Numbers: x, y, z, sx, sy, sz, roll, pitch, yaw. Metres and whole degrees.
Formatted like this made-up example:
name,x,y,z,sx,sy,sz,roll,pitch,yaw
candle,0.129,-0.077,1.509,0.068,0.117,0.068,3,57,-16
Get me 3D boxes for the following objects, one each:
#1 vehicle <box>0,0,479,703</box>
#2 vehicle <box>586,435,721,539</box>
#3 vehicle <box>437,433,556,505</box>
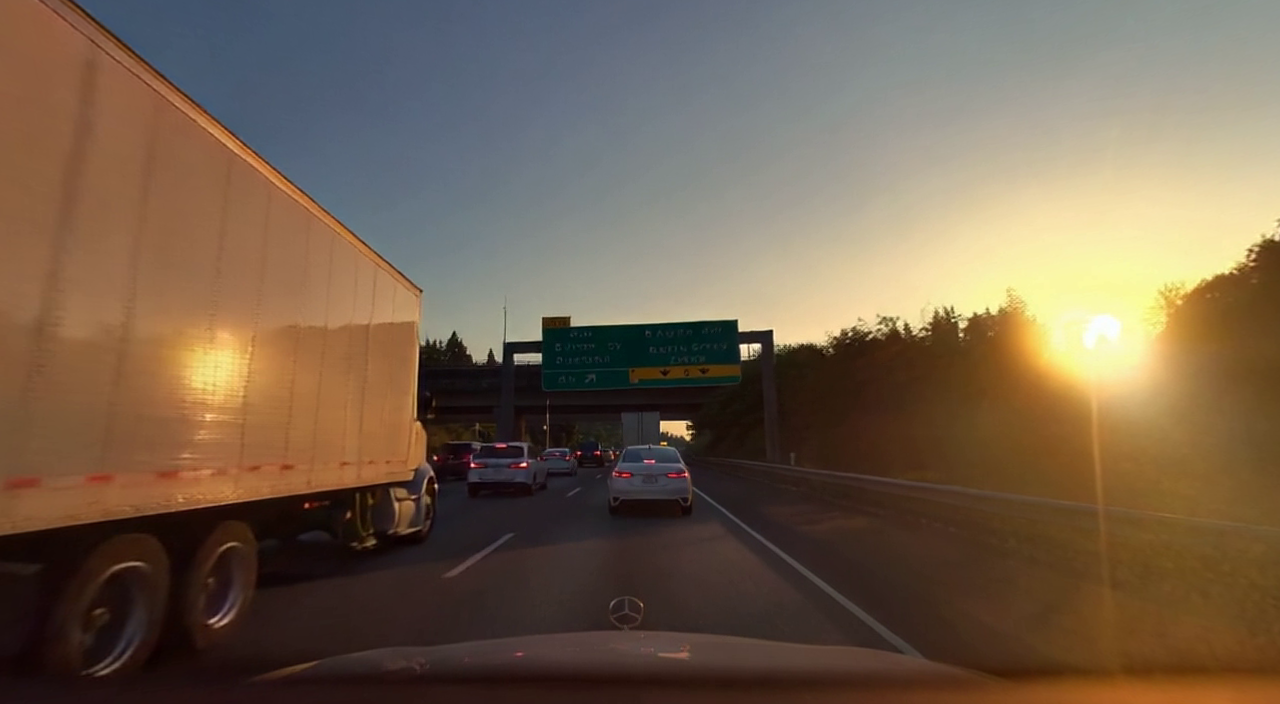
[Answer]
name,x,y,z,sx,sy,sz,roll,pitch,yaw
vehicle,-3.890,0.503,5.473,2.832,3.293,7.782,0,-9,0
vehicle,0.168,2.270,11.082,1.995,1.495,3.380,0,-9,-1
vehicle,-3.644,3.075,16.907,2.165,1.638,4.317,0,-9,0
